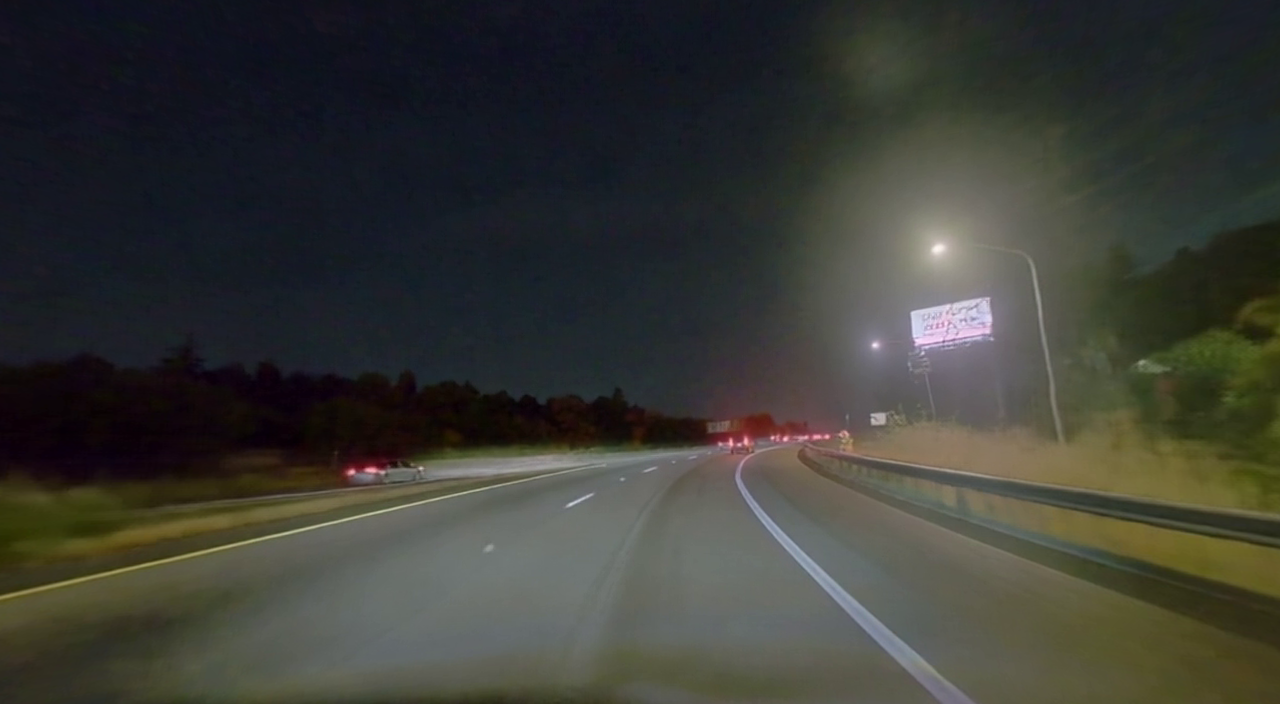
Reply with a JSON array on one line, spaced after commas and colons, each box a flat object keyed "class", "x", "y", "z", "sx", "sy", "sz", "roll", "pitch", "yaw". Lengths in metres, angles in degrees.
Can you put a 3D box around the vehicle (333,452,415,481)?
[{"class": "vehicle", "x": -17.067, "y": 7.334, "z": 40.495, "sx": 2.145, "sy": 1.717, "sz": 4.448, "roll": -5, "pitch": -10, "yaw": 26}]
